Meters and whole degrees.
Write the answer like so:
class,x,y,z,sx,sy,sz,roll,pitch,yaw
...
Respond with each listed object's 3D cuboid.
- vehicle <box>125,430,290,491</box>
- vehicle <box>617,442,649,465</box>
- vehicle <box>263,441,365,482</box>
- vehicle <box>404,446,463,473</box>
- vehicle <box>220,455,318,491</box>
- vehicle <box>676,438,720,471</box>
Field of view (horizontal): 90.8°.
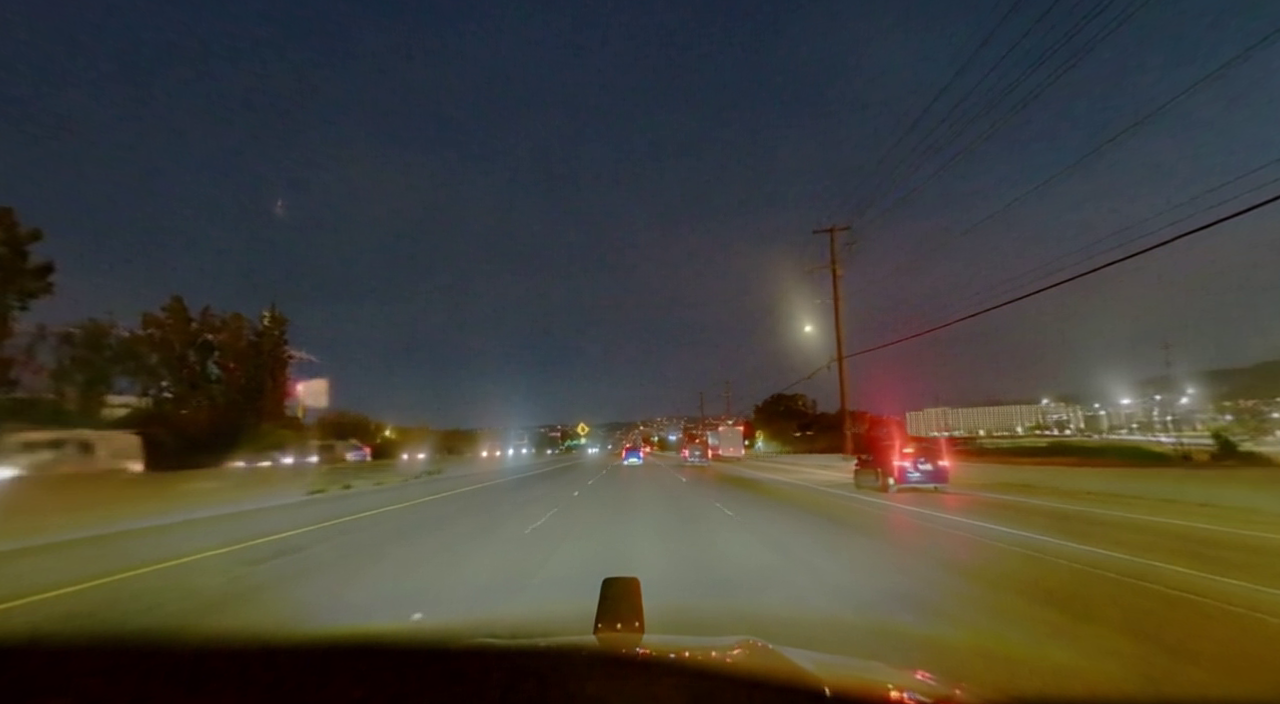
class,x,y,z,sx,sy,sz,roll,pitch,yaw
vehicle,-25.064,6.362,37.508,2.954,3.149,9.482,0,-9,1
vehicle,-0.540,7.971,49.648,2.325,1.712,4.592,0,-9,0
vehicle,-13.545,4.560,26.597,1.941,1.539,4.406,0,-9,0
vehicle,-13.801,7.197,42.581,2.059,1.632,5.389,0,-9,1
vehicle,-17.685,5.761,30.424,1.847,1.485,4.729,0,-9,0
vehicle,3.395,6.121,37.891,2.036,1.796,4.470,0,-9,-2
